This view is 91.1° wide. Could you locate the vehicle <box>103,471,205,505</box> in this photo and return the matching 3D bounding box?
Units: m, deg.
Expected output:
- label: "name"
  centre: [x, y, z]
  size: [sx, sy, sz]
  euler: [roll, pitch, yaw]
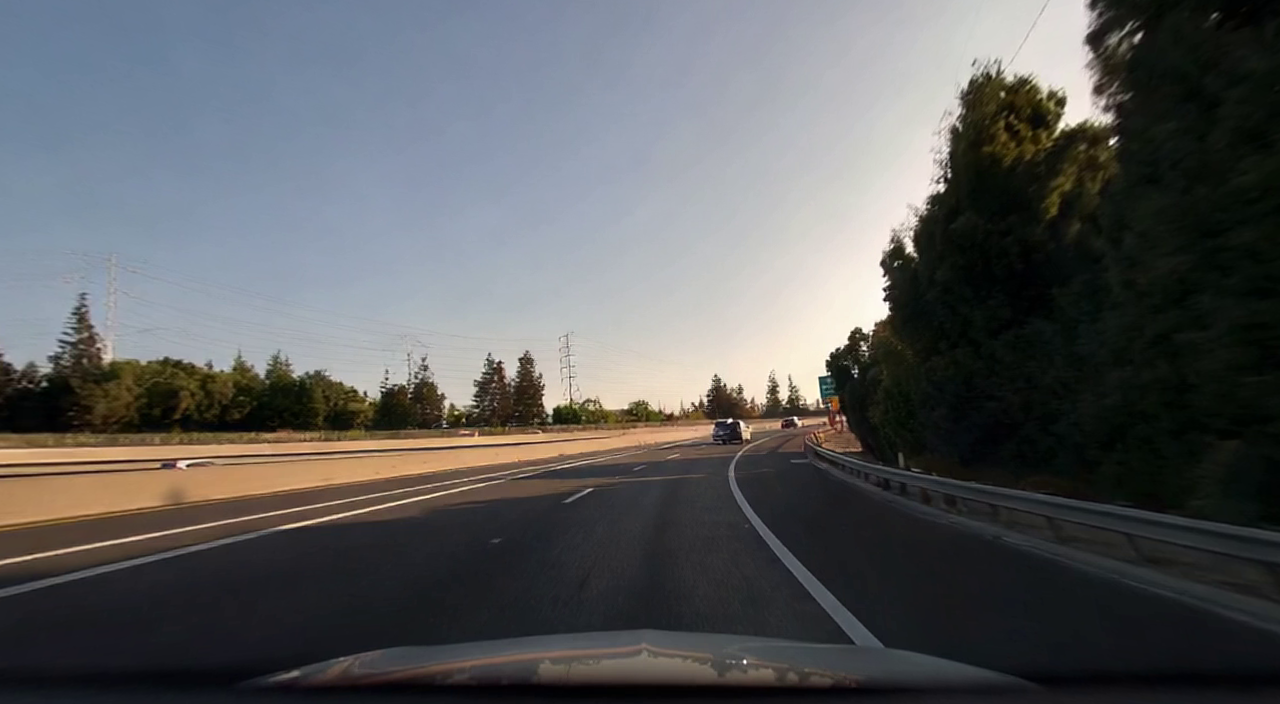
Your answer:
- label: "vehicle"
  centre: [-29.963, 8.362, 38.836]
  size: [2.145, 1.717, 4.448]
  euler: [-6, -11, 36]
